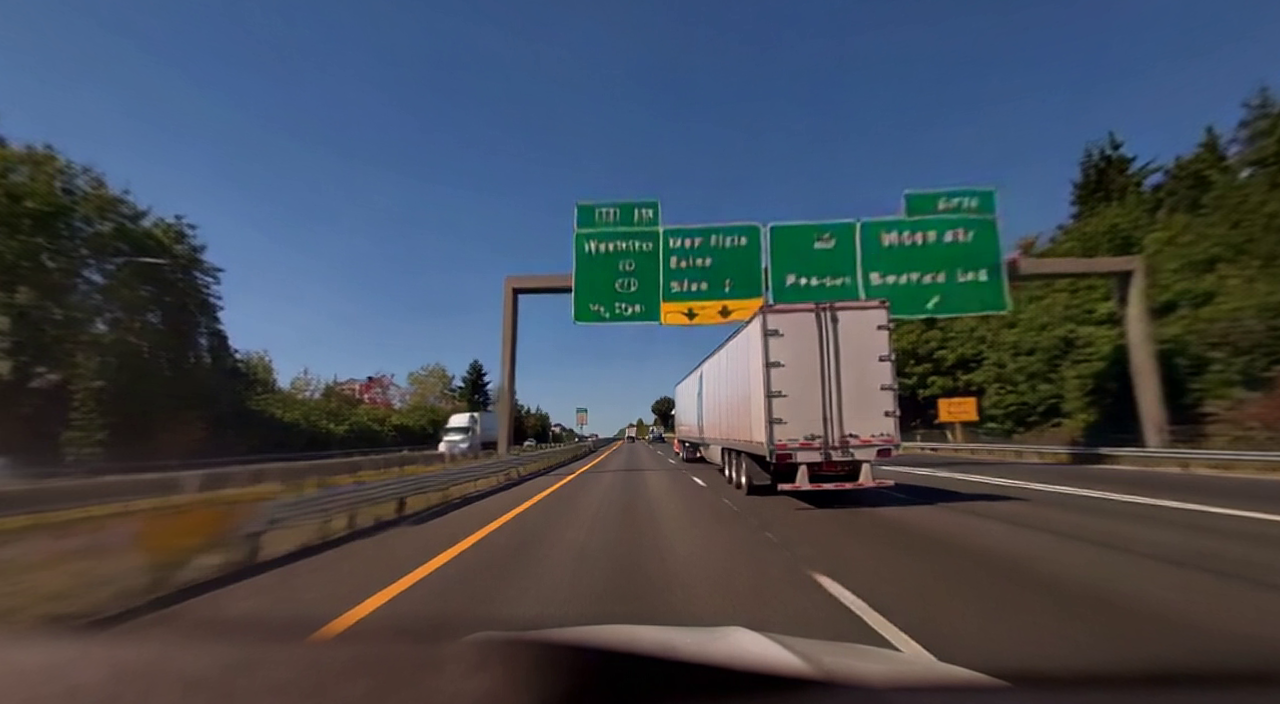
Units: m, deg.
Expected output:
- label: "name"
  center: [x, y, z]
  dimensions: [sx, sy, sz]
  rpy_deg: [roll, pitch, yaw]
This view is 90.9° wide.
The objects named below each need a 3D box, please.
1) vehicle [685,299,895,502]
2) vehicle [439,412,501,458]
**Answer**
- label: "vehicle"
  center: [3.399, 1.781, 19.087]
  dimensions: [2.954, 3.995, 13.335]
  rpy_deg: [0, -7, -1]
- label: "vehicle"
  center: [-13.116, 6.502, 49.366]
  dimensions: [2.697, 3.310, 7.825]
  rpy_deg: [0, -7, -1]
